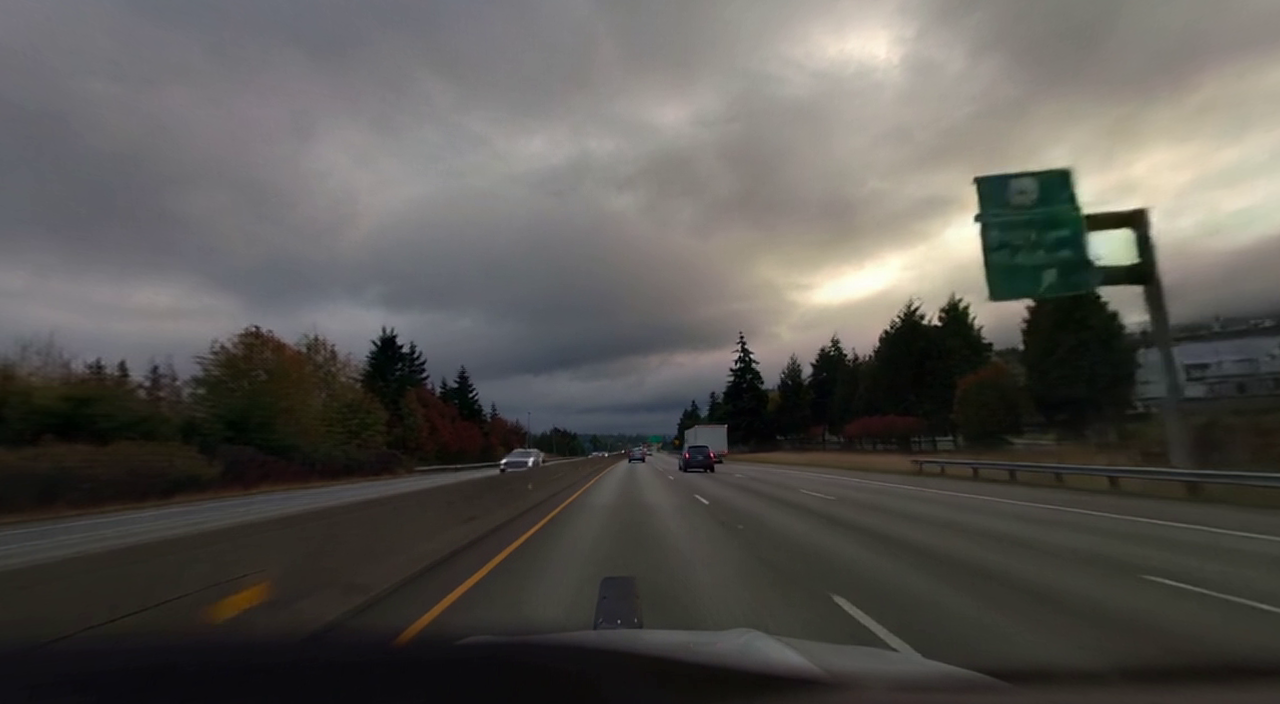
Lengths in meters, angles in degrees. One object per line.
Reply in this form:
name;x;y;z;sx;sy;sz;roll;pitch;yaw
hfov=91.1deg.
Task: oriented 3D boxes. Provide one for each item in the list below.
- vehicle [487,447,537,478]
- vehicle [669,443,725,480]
vehicle;-7.621;6.591;37.784;2.078;1.677;4.402;0;-9;0
vehicle;2.668;5.284;30.624;2.123;1.620;4.959;0;-9;-1
